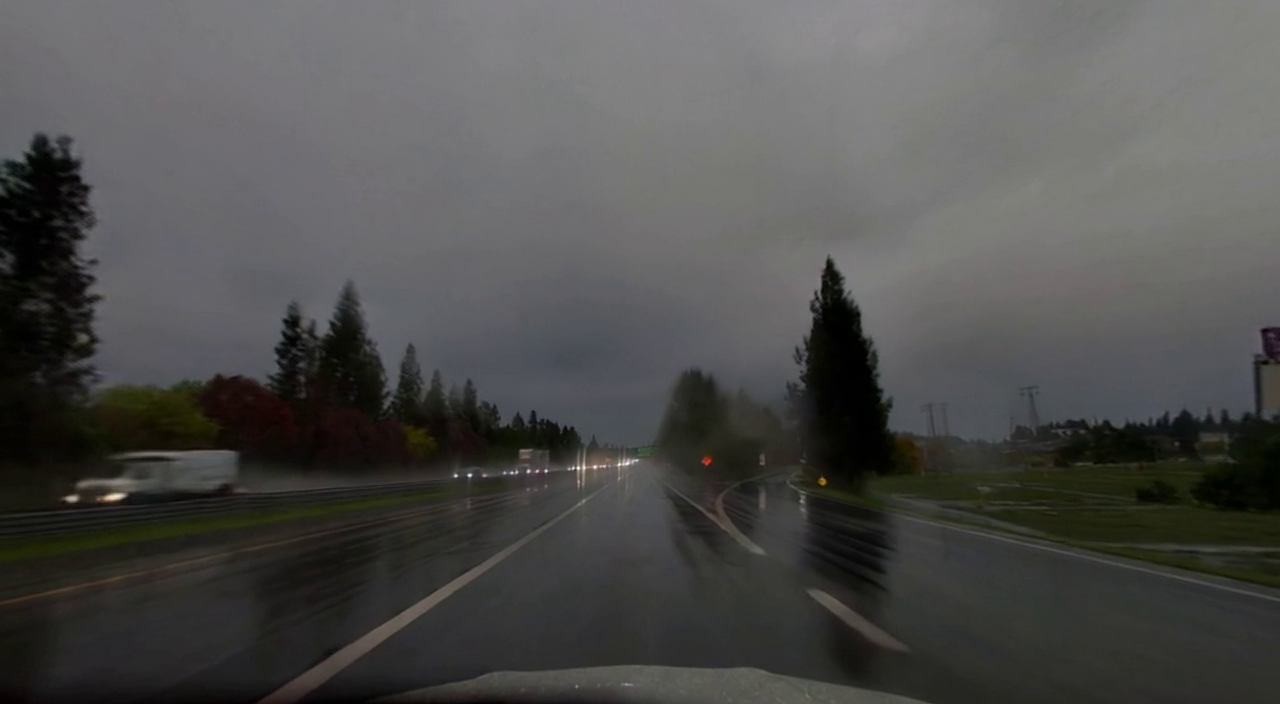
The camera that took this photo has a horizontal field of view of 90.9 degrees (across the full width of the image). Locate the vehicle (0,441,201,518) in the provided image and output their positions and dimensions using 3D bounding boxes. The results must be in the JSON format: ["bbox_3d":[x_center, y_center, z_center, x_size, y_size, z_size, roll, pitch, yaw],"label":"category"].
[{"bbox_3d":[-17.065,4.038,20.196,2.280,2.102,4.976,1,-10,0],"label":"vehicle"}]
